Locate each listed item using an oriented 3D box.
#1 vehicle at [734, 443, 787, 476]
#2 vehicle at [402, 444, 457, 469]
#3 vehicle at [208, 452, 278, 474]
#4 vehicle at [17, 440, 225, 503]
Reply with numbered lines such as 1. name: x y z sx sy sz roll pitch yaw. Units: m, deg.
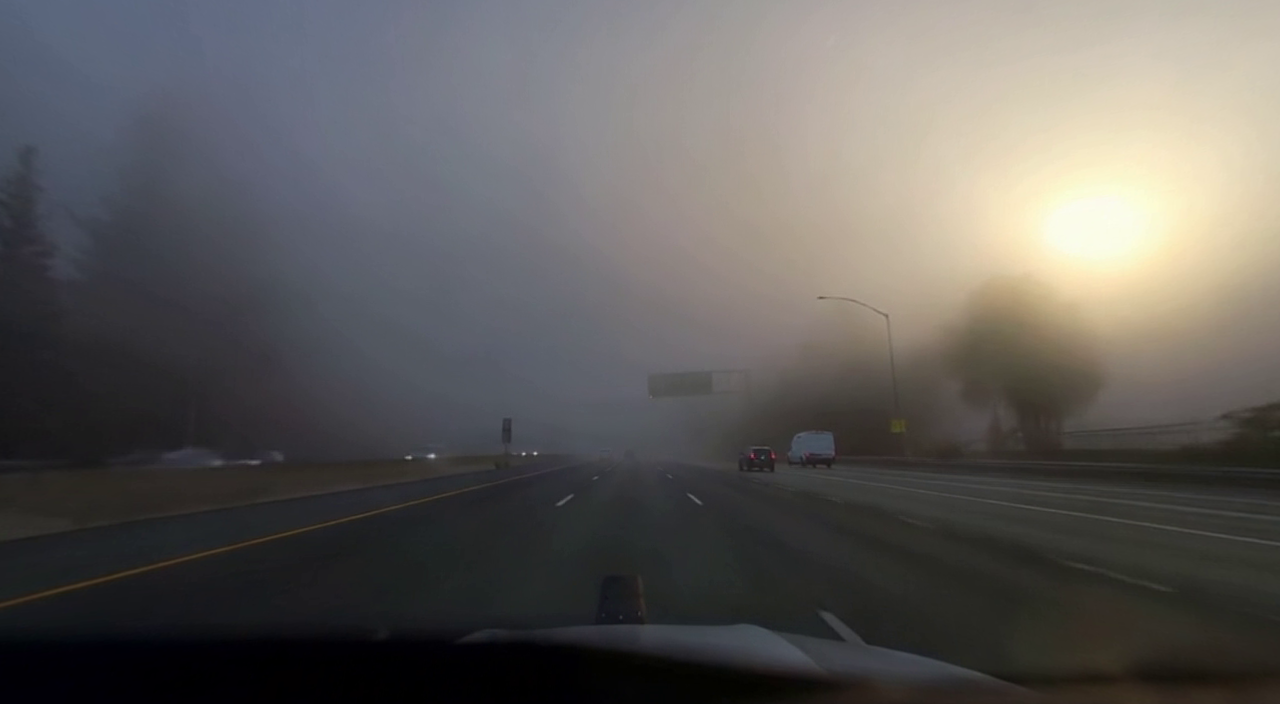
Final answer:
1. vehicle: 6.691 6.005 35.457 2.081 1.705 3.926 0 -9 -1
2. vehicle: -14.446 7.232 43.660 2.154 1.593 4.857 -1 -9 0
3. vehicle: -28.684 8.013 45.839 2.059 1.506 4.721 -1 -9 0
4. vehicle: -14.114 3.266 17.654 1.983 1.483 4.554 -1 -9 -1
